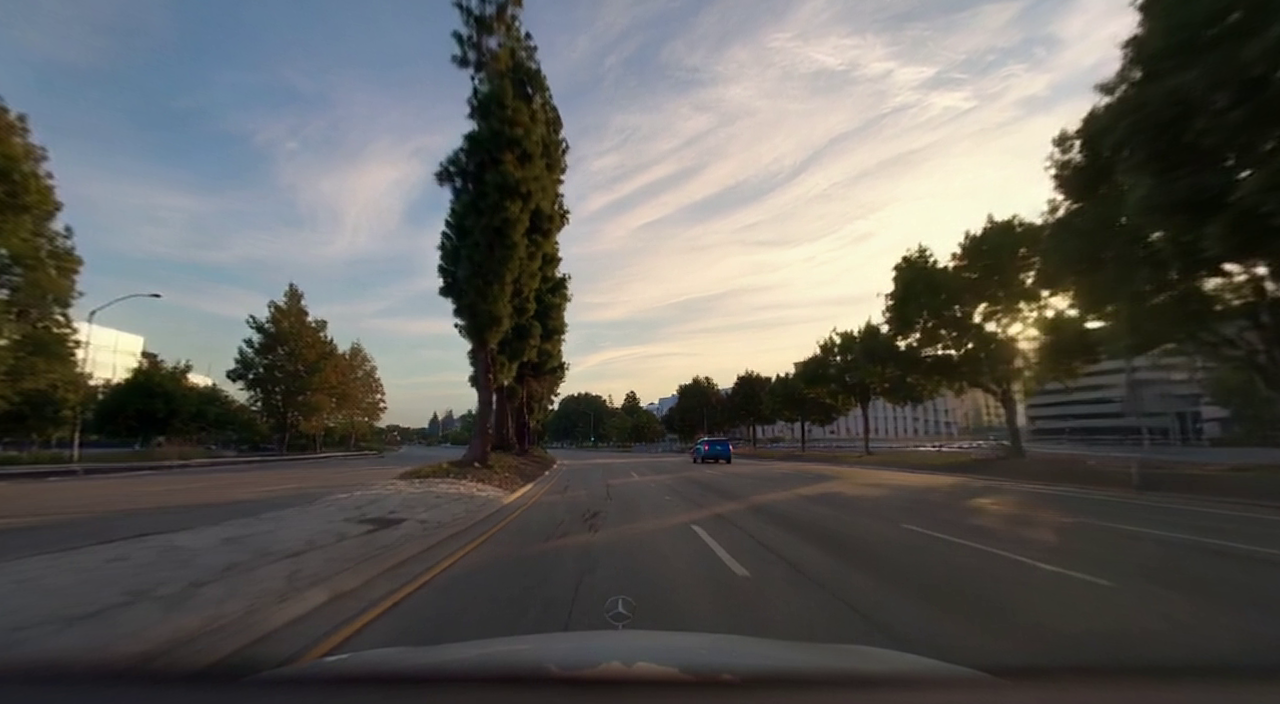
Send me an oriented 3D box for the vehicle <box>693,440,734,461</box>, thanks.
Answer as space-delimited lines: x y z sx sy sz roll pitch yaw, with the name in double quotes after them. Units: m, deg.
5.385 7.362 46.941 1.908 1.483 4.474 1 -9 -9 "vehicle"
